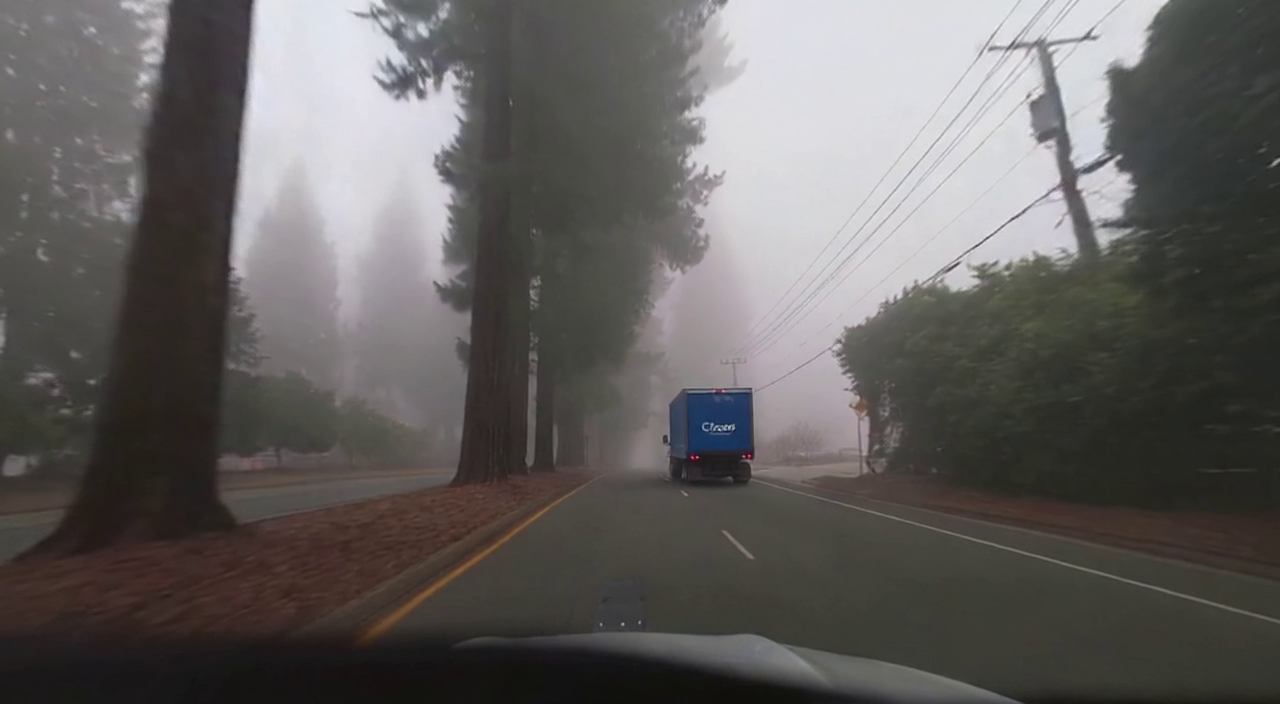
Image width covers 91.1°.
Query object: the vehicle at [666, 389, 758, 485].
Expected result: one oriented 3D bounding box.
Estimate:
[{"bbox_3d":[3.055,4.097,29.853,2.973,3.848,9.336,0,-9,-2],"label":"vehicle"}]
